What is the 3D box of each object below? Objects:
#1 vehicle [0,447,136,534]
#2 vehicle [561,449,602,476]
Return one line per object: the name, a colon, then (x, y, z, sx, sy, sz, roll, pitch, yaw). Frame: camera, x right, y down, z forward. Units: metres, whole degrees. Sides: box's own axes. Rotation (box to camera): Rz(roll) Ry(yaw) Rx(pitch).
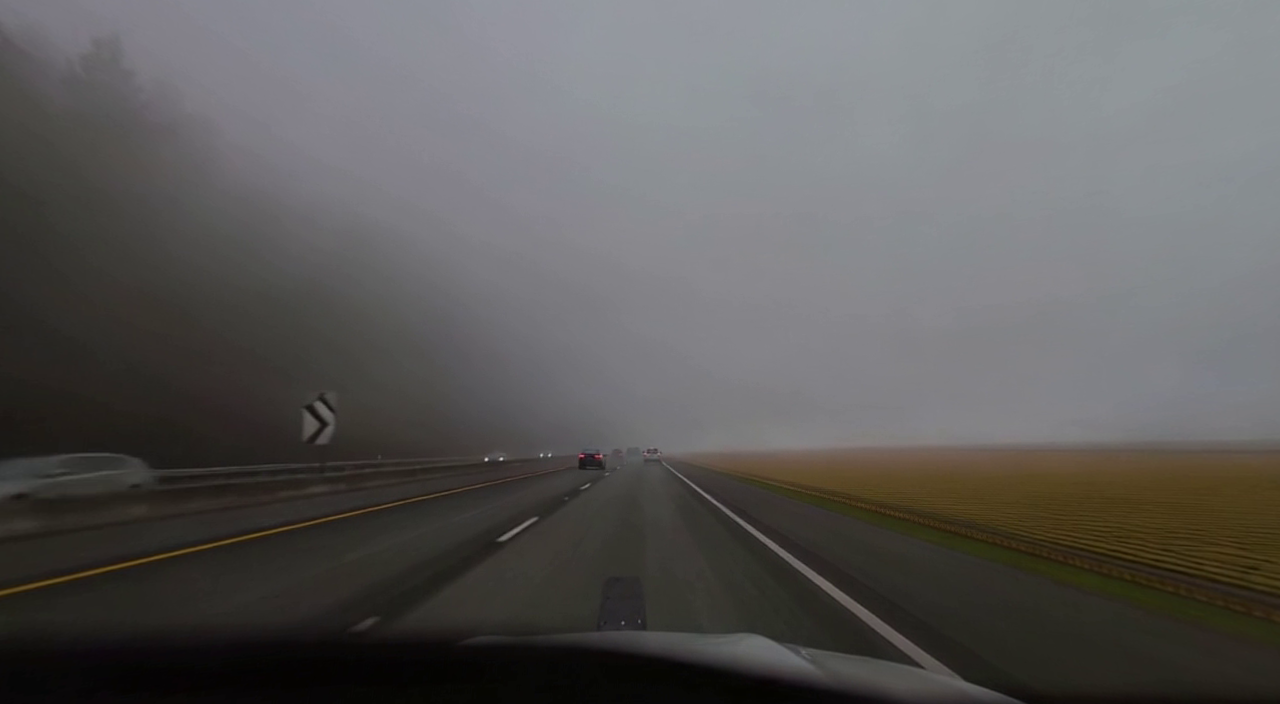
vehicle: (-12.573, 2.594, 11.963, 2.005, 1.555, 4.819, 0, -9, 0)
vehicle: (-3.394, 6.549, 37.522, 1.970, 1.483, 4.097, -1, -9, 1)
